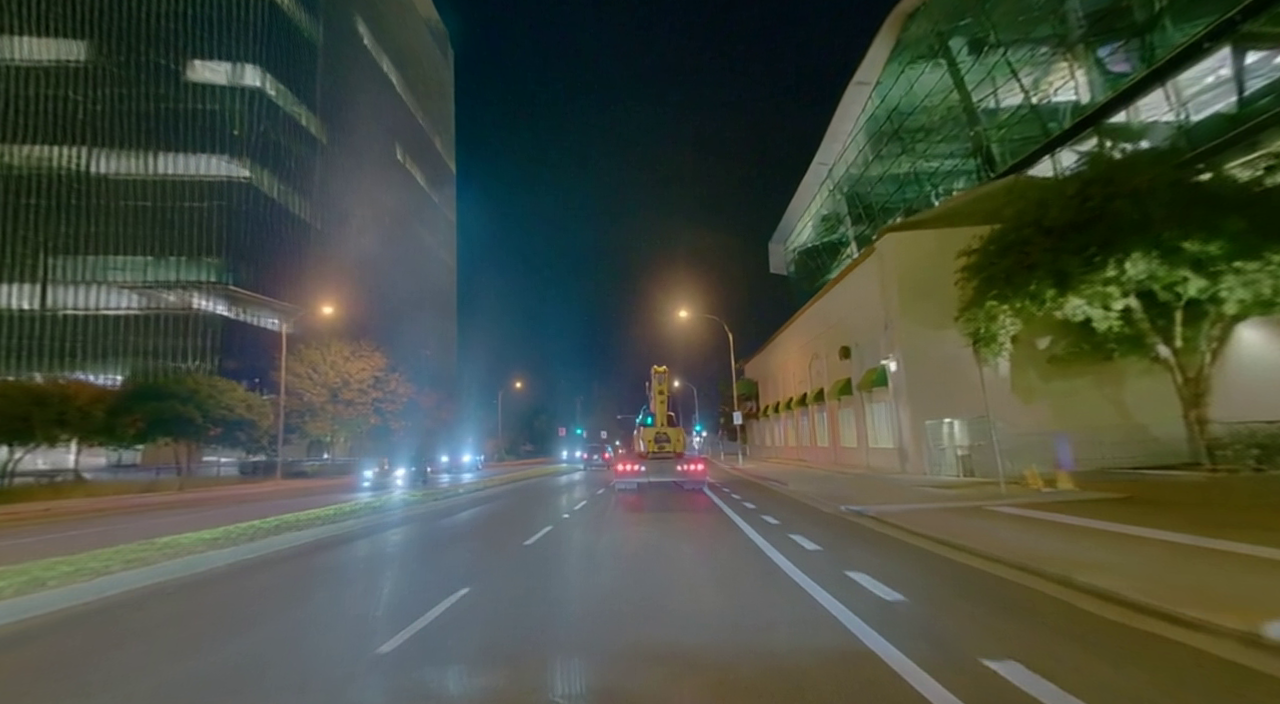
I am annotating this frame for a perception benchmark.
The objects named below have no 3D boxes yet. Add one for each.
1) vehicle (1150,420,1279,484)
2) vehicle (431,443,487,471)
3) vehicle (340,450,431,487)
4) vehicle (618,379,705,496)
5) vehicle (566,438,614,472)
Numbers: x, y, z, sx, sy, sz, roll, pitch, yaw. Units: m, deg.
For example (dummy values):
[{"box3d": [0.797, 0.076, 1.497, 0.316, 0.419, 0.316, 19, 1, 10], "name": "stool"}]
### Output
[{"box3d": [17.030, 2.761, 17.661, 1.845, 1.593, 3.941, 0, -8, -8], "name": "vehicle"}, {"box3d": [-13.786, 8.029, 48.395, 2.225, 1.946, 6.187, 0, -9, 2], "name": "vehicle"}, {"box3d": [-11.331, 5.187, 28.467, 1.939, 1.496, 4.678, -1, -9, 3], "name": "vehicle"}, {"box3d": [0.598, 3.375, 24.570, 2.552, 3.461, 11.044, -1, -8, -1], "name": "vehicle"}, {"box3d": [-2.634, 5.573, 34.231, 2.081, 1.688, 4.235, 0, -9, 2], "name": "vehicle"}]
